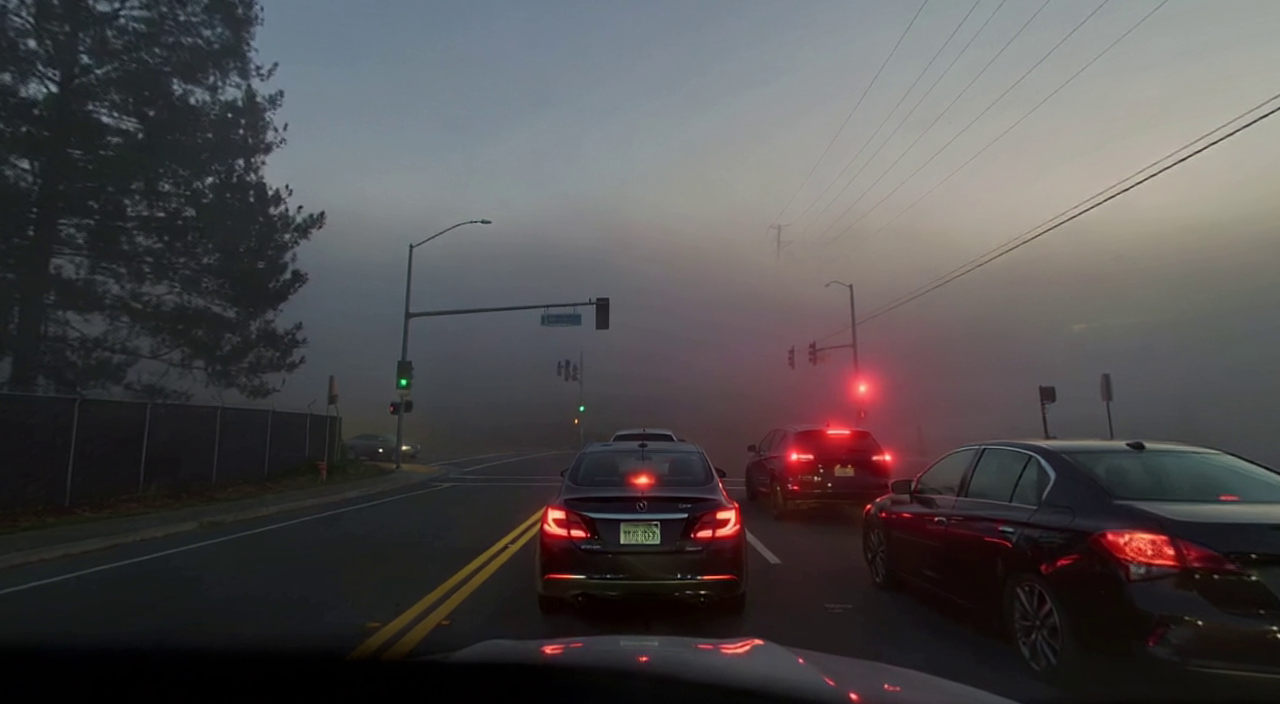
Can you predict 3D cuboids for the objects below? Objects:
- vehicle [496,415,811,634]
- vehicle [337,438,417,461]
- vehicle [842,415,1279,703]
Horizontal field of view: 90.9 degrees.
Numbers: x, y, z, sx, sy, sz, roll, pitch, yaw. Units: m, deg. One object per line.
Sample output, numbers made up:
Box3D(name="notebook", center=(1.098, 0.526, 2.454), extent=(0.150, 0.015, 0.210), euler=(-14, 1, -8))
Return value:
Box3D(name="vehicle", center=(0.072, 1.519, 6.614), extent=(2.170, 1.497, 4.369), euler=(0, -8, -1))
Box3D(name="vehicle", center=(-17.241, 6.421, 41.463), extent=(4.406, 1.458, 1.892), euler=(-1, -8, 7))
Box3D(name="vehicle", center=(3.094, 1.238, 4.161), extent=(2.027, 1.432, 4.431), euler=(0, -8, 0))
